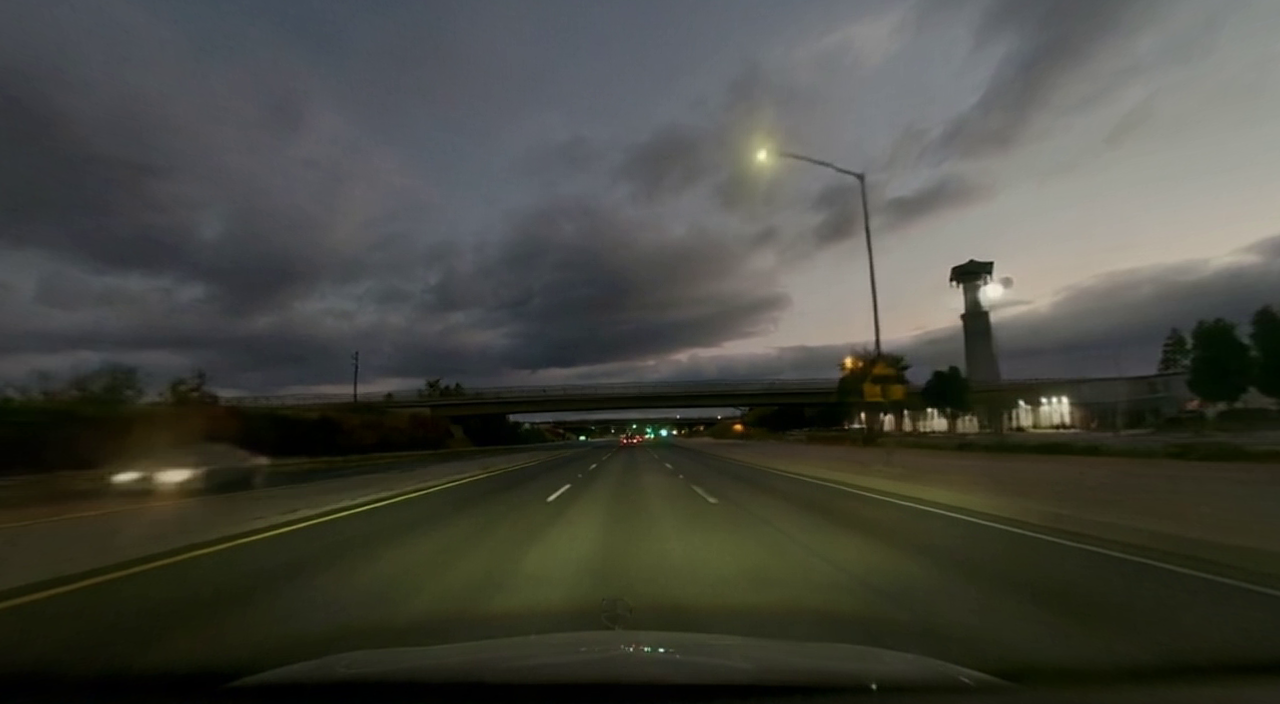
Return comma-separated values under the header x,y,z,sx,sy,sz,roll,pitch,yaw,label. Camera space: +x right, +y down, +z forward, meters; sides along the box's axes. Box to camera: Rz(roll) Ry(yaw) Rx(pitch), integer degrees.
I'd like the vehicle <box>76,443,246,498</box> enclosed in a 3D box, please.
x,y,z,sx,sy,sz,roll,pitch,yaw,label
-15.052,3.710,20.180,1.855,1.490,4.609,-1,-8,0,vehicle
